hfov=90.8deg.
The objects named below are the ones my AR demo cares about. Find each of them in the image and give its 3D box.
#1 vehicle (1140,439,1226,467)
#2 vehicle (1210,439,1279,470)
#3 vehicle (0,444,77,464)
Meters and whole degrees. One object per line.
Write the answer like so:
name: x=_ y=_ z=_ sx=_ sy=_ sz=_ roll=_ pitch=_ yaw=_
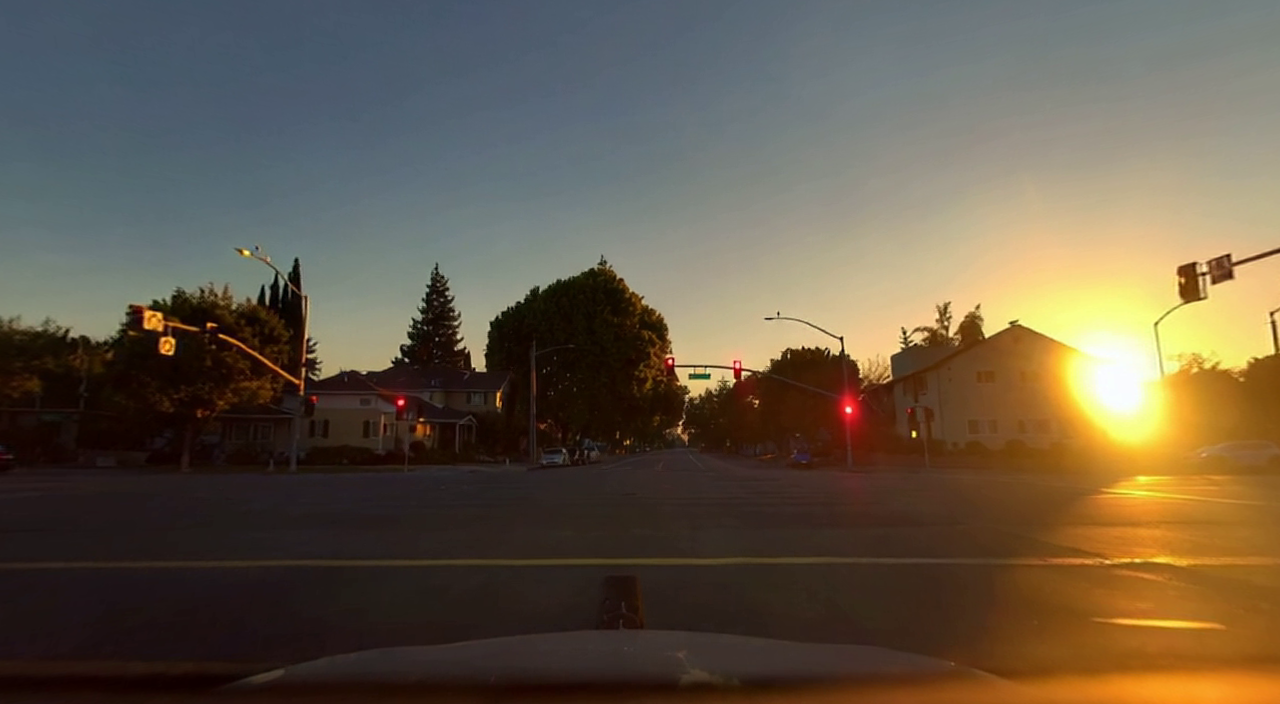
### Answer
vehicle: x=36.794 y=6.852 z=42.981 sx=1.853 sy=1.723 sz=4.460 roll=0 pitch=-9 yaw=0
vehicle: x=37.603 y=6.148 z=38.009 sx=1.915 sy=1.773 sz=4.499 roll=1 pitch=-9 yaw=-9
vehicle: x=-44.257 y=7.490 z=46.479 sx=3.949 sy=1.422 sz=1.744 roll=0 pitch=-9 yaw=2
